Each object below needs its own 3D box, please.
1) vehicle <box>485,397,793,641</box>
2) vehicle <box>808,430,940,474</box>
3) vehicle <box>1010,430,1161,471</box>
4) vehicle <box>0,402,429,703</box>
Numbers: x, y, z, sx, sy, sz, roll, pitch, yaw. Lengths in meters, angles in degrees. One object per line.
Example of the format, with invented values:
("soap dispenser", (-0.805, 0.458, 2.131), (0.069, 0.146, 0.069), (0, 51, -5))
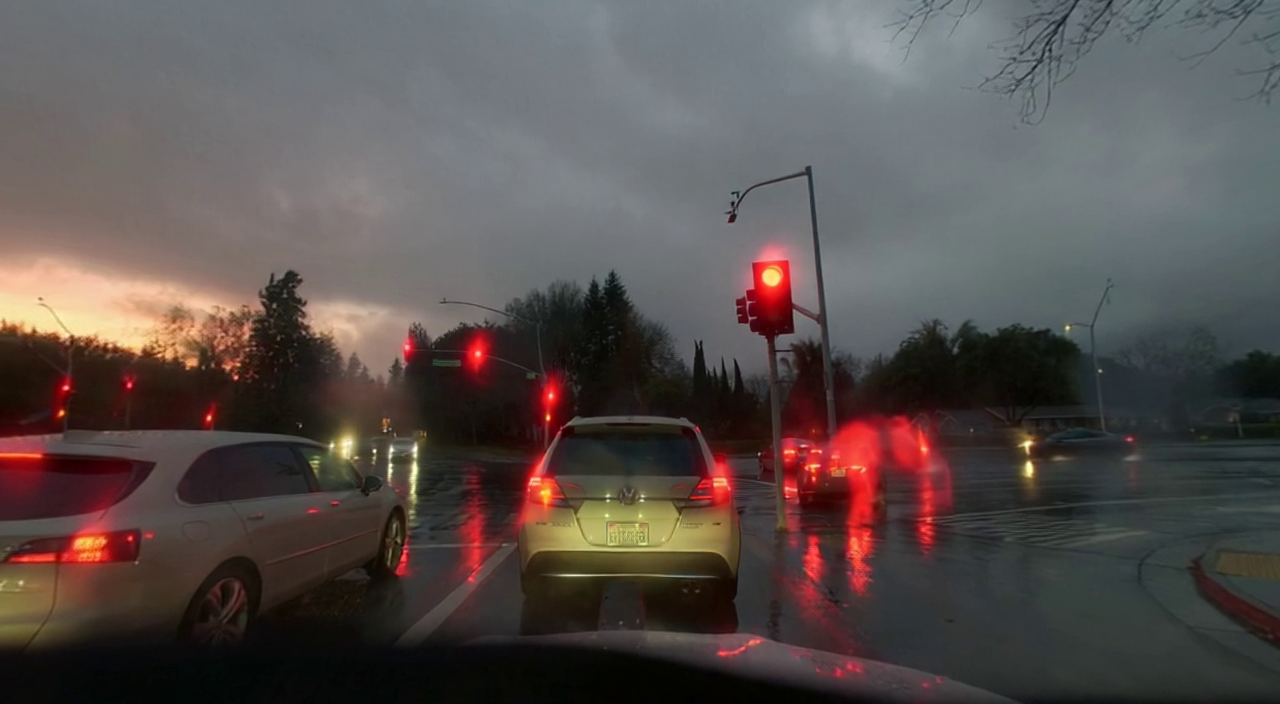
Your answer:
("vehicle", (-0.154, 1.470, 6.563), (2.154, 1.670, 4.140), (1, -9, -5))
("vehicle", (9.896, 4.281, 27.106), (4.887, 1.769, 2.035), (-1, -9, 6))
("vehicle", (18.317, 4.064, 26.191), (4.670, 1.616, 1.926), (-1, -9, 6))
("vehicle", (-3.305, 1.272, 4.707), (2.035, 1.492, 4.415), (0, -9, -2))
